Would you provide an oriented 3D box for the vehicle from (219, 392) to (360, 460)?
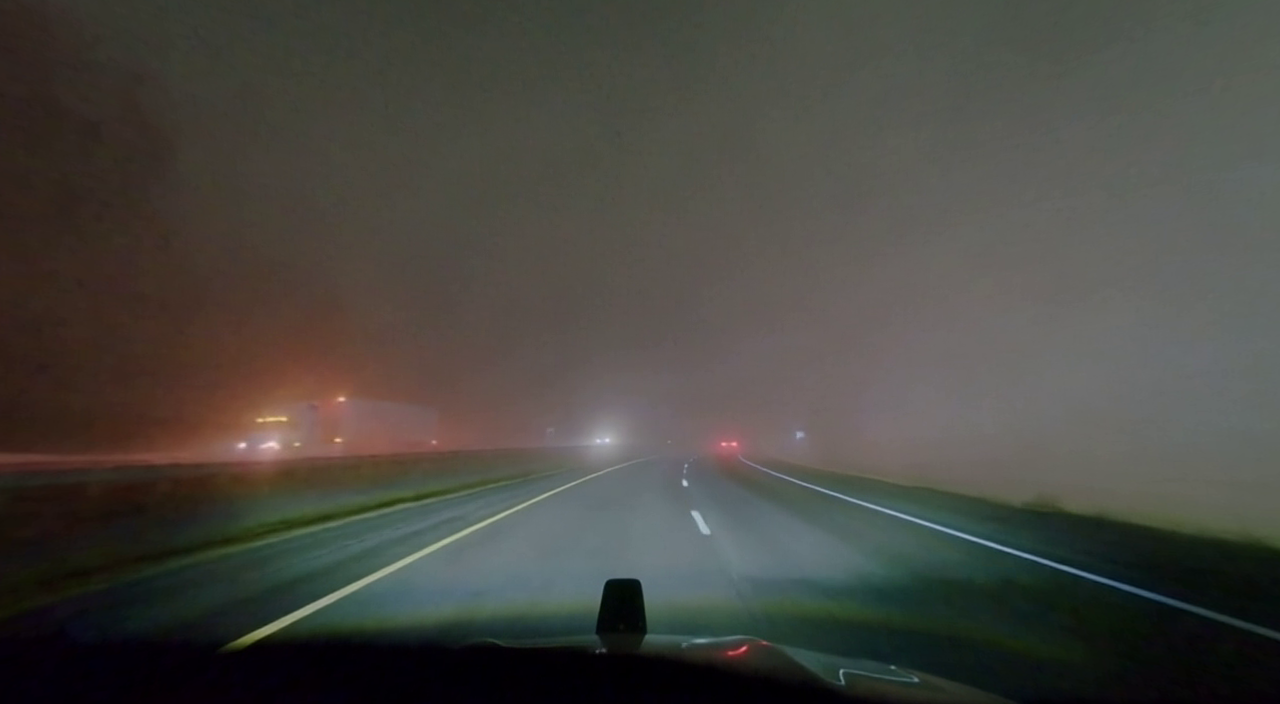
[{"bbox_3d":[-22.038,4.904,40.573,3.027,3.888,9.085,-1,-9,6],"label":"vehicle"}]
